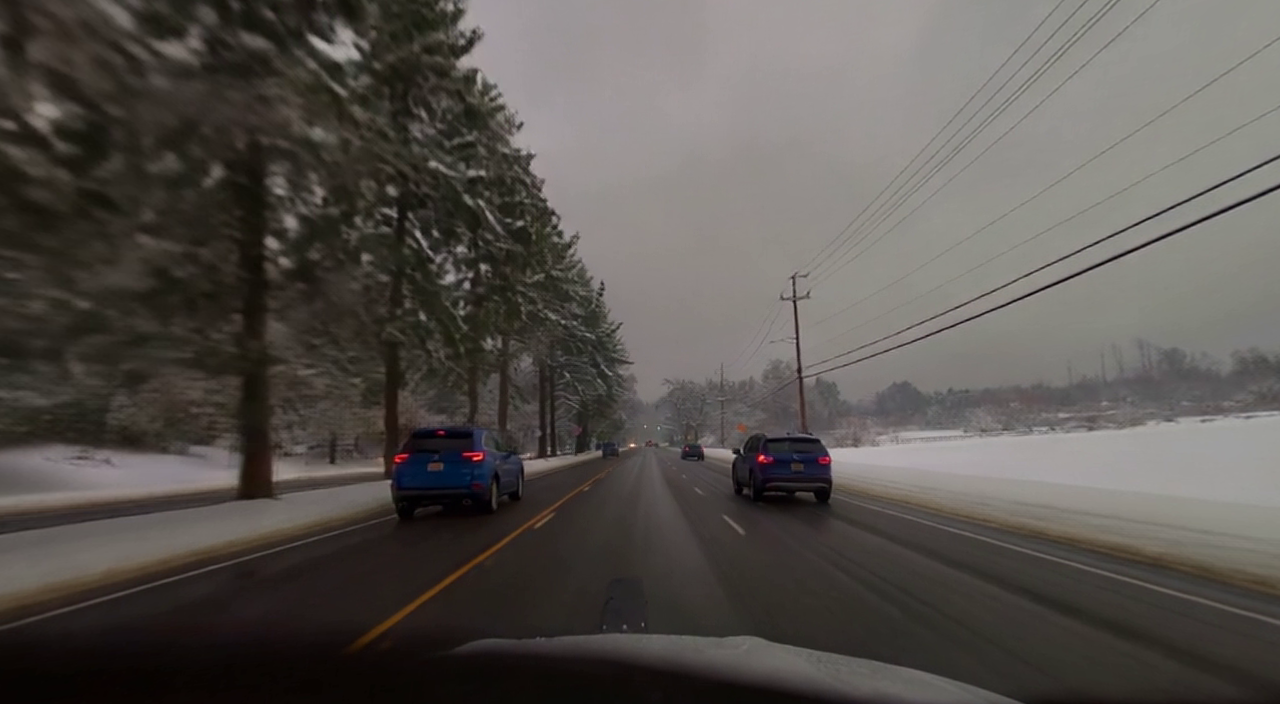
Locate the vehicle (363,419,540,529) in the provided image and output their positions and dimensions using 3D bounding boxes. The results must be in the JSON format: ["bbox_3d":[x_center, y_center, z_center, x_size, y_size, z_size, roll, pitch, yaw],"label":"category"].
[{"bbox_3d":[-3.482,2.350,12.713,2.104,1.785,4.494,0,-8,1],"label":"vehicle"}]

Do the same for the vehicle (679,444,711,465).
[{"bbox_3d":[3.955,7.411,45.842,1.906,1.468,4.422,0,-8,0],"label":"vehicle"}]

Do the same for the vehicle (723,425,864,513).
[{"bbox_3d":[3.383,2.687,14.951,2.182,1.744,4.464,0,-8,-1],"label":"vehicle"}]
